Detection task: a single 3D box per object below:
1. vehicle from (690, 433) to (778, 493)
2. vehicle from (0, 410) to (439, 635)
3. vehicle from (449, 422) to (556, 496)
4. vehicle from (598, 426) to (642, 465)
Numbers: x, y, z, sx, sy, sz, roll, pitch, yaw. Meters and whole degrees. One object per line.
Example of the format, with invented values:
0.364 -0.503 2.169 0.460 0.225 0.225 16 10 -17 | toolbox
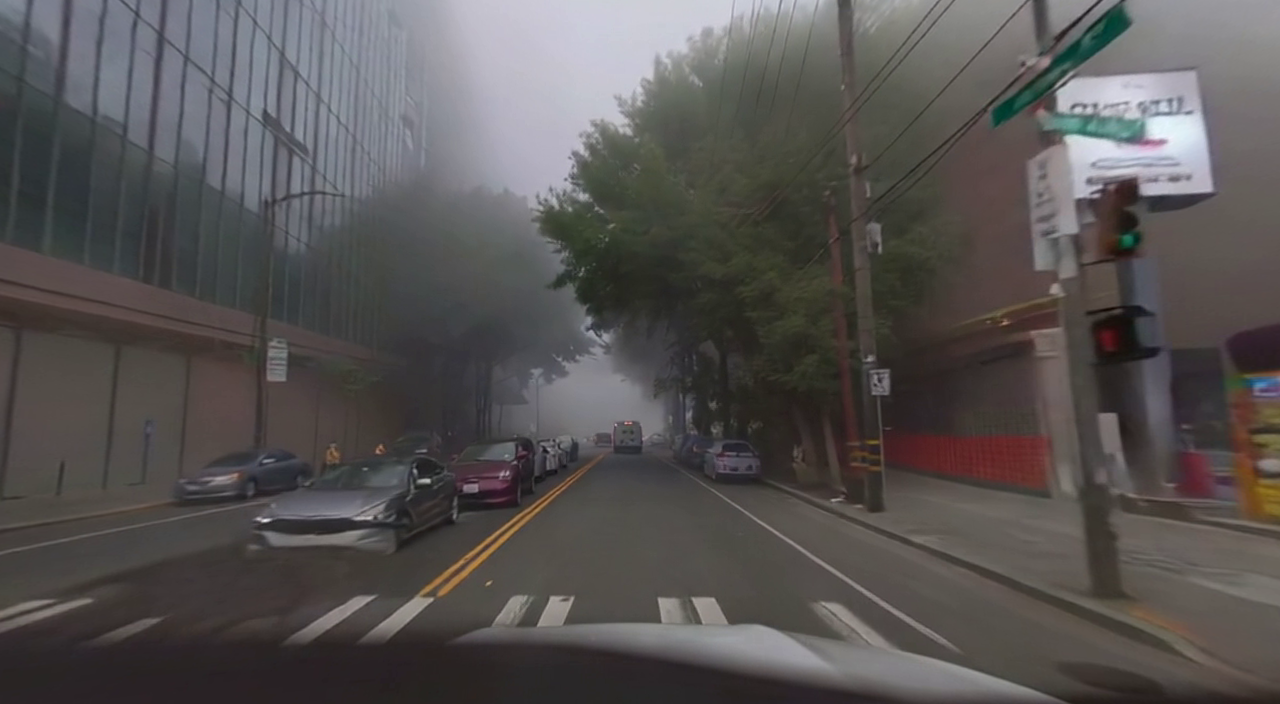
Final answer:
2.754 3.365 19.544 1.934 1.633 4.271 0 -8 -2 | vehicle
-3.992 1.513 6.605 1.990 1.568 3.885 -2 -9 10 | vehicle
-3.553 2.853 17.178 1.983 1.727 4.294 0 -8 -1 | vehicle
-1.055 4.939 33.295 2.127 1.893 4.194 0 -8 -2 | vehicle
